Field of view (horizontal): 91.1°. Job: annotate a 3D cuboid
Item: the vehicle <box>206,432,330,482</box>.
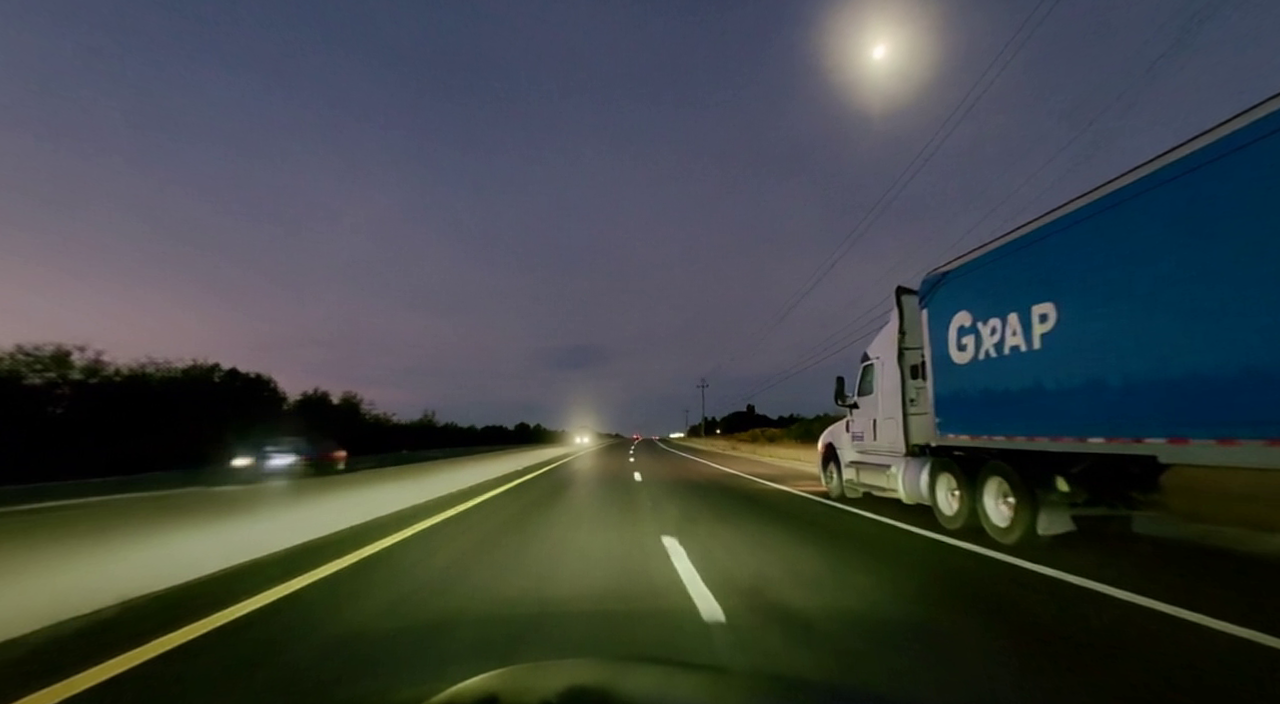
[{"bbox_3d":[-12.165,3.426,20.915,1.806,1.471,3.963,0,-8,-2],"label":"vehicle"}]
